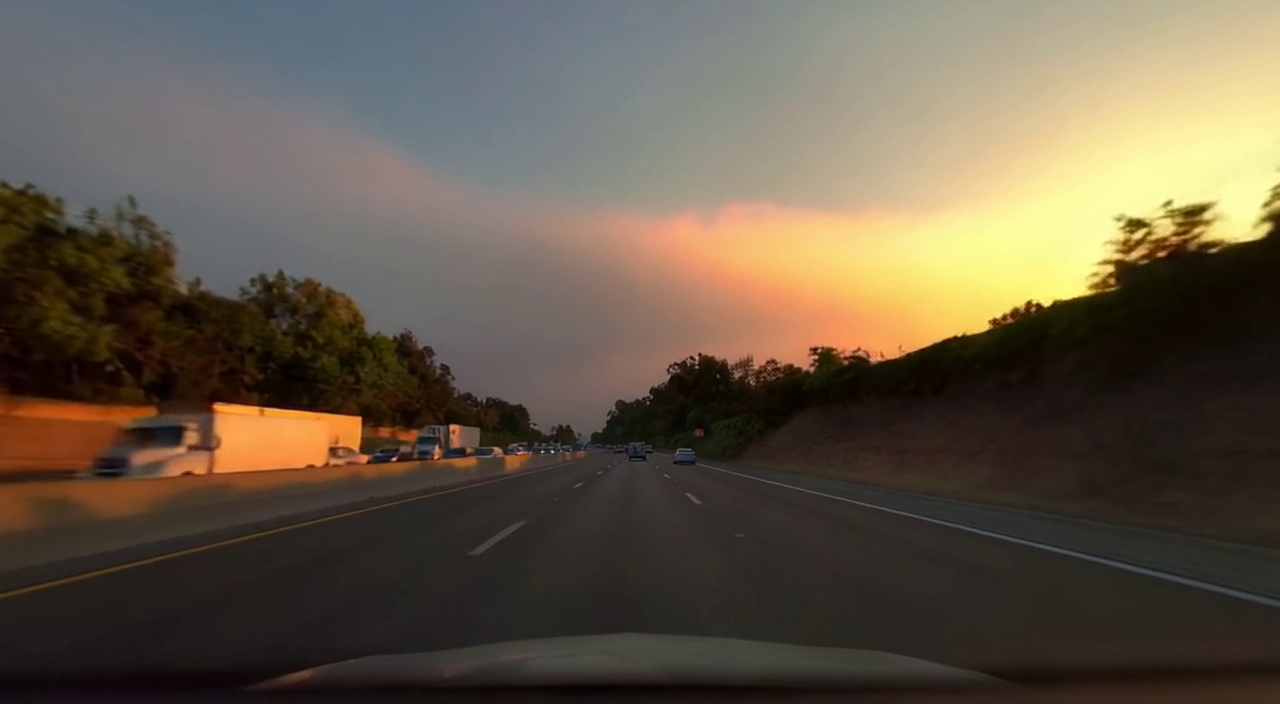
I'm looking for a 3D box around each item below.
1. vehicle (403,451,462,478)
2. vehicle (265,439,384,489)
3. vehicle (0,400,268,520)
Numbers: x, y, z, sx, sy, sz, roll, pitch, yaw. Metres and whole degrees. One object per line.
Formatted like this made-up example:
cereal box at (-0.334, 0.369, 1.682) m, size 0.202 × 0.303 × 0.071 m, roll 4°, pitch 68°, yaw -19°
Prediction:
vehicle at (-11.801, 6.420, 36.128) m, size 1.917 × 1.422 × 4.406 m, roll 0°, pitch -9°, yaw 0°
vehicle at (-12.438, 4.448, 25.324) m, size 2.119 × 1.785 × 5.129 m, roll 0°, pitch -9°, yaw -1°
vehicle at (-11.660, 2.491, 14.870) m, size 2.282 × 2.273 × 5.443 m, roll 0°, pitch -9°, yaw 1°
